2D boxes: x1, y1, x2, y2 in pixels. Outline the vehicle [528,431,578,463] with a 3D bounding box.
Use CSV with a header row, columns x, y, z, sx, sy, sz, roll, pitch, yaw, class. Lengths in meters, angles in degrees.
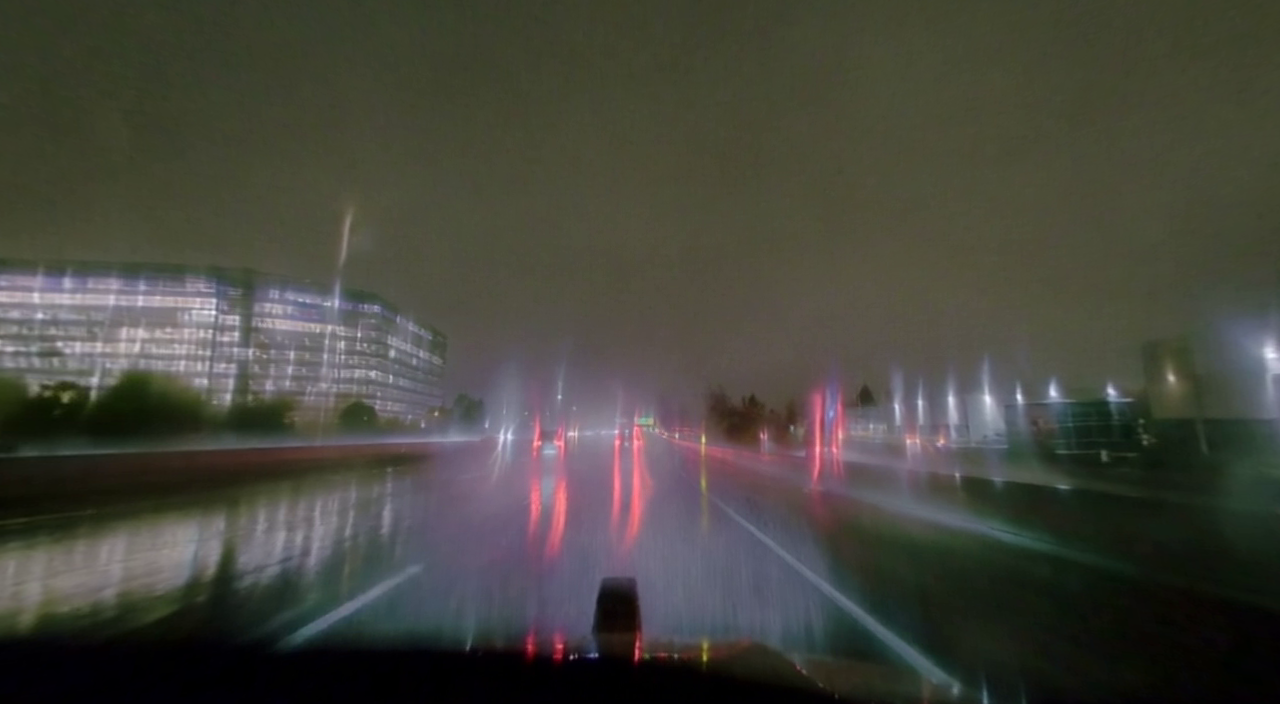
x,y,z,sx,sy,sz,roll,pitch,yaw,class
-4.635,5.110,34.142,2.036,1.612,4.510,0,-8,0,vehicle
